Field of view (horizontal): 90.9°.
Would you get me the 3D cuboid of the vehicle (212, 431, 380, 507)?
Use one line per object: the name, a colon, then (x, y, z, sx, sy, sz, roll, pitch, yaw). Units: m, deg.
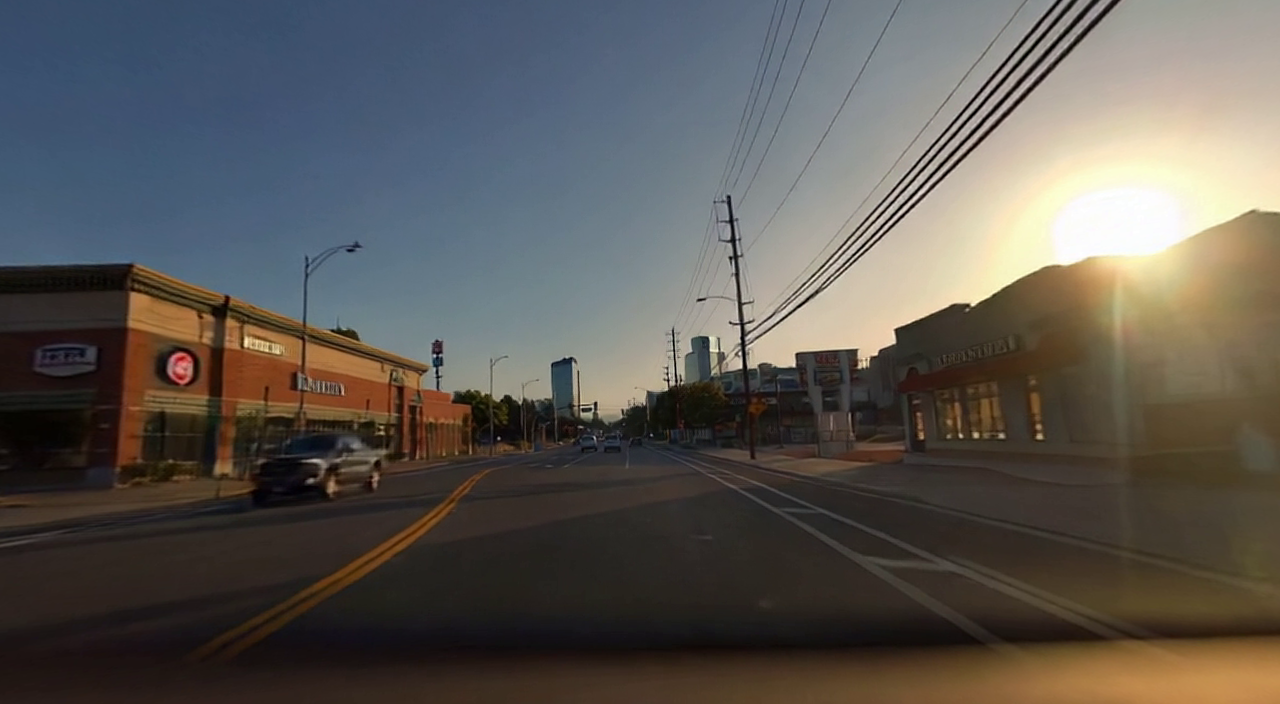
vehicle: (-8.772, 3.004, 16.654, 1.973, 1.704, 4.476, 0, -8, -1)

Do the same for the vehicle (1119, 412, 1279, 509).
vehicle: (11.542, 1.850, 10.969, 4.673, 1.498, 2.072, 0, -8, 0)
